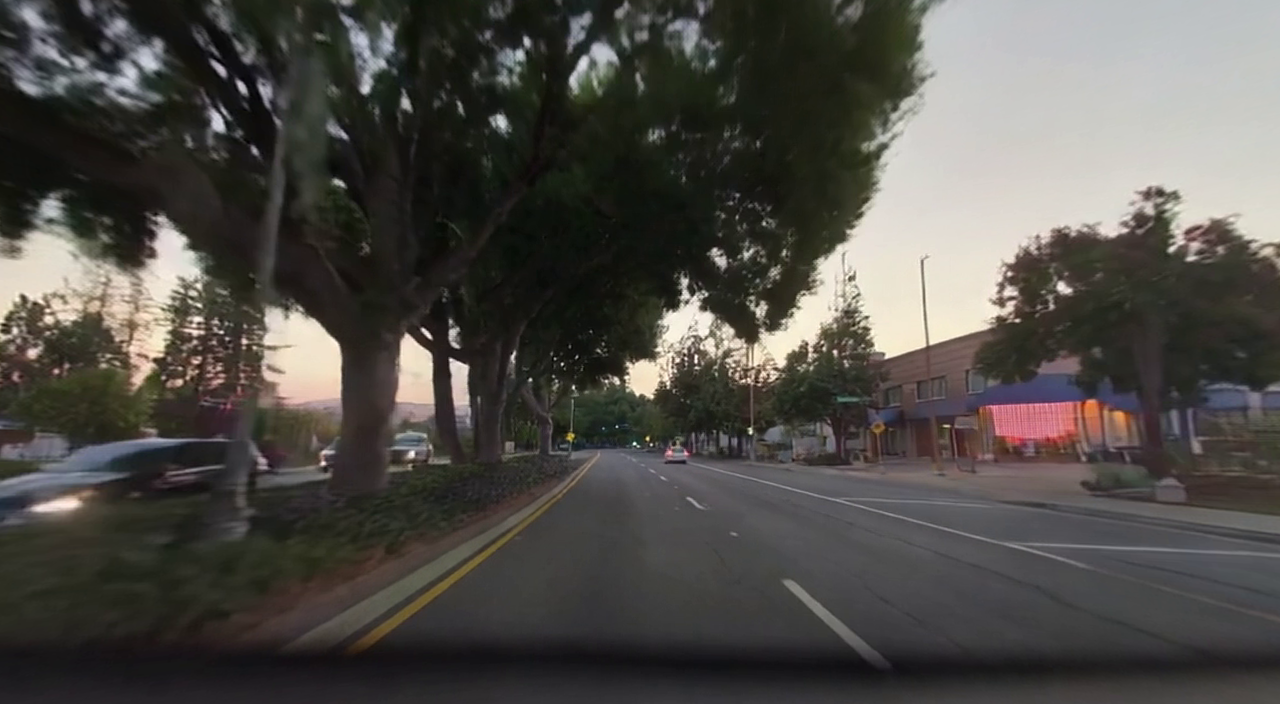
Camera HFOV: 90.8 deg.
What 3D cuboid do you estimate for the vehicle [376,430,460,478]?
[{"bbox_3d":[-9.057,4.146,26.262,2.016,1.766,5.155,0,-7,-4],"label":"vehicle"}]

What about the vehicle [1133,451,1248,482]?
[{"bbox_3d":[28.030,5.808,32.231,4.458,1.465,1.875,1,-9,-10],"label":"vehicle"}]

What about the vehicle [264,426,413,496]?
[{"bbox_3d":[-8.746,3.135,18.951,2.183,1.769,4.972,1,-7,-3],"label":"vehicle"}]

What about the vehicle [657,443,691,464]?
[{"bbox_3d":[2.444,7.382,46.154,1.913,1.473,4.360,0,-8,-4],"label":"vehicle"}]

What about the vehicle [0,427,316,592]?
[{"bbox_3d":[-6.693,1.851,8.745,2.180,1.556,5.130,2,-7,-7],"label":"vehicle"}]
